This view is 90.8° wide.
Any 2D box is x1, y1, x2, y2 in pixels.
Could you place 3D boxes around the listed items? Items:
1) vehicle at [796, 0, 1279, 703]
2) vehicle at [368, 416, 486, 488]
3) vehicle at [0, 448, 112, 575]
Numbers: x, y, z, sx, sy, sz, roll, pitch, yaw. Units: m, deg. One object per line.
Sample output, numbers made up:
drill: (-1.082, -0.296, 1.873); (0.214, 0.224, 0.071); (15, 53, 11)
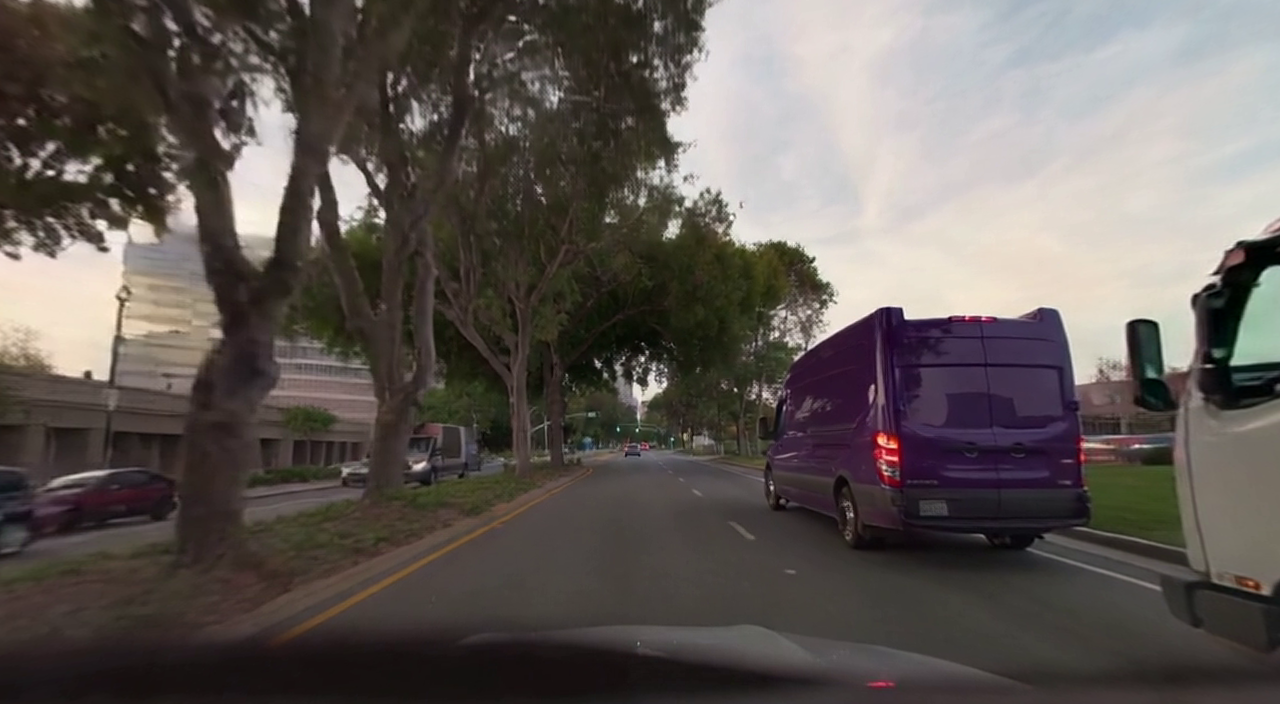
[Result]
vehicle: (3.945, 0.304, 4.840); (2.731, 3.407, 10.262); (0, -9, -1)
vehicle: (-10.427, 5.060, 32.254); (3.257, 3.085, 9.164); (0, -9, -3)
vehicle: (-9.975, 2.158, 8.315); (2.089, 1.754, 4.573); (0, -9, -1)
